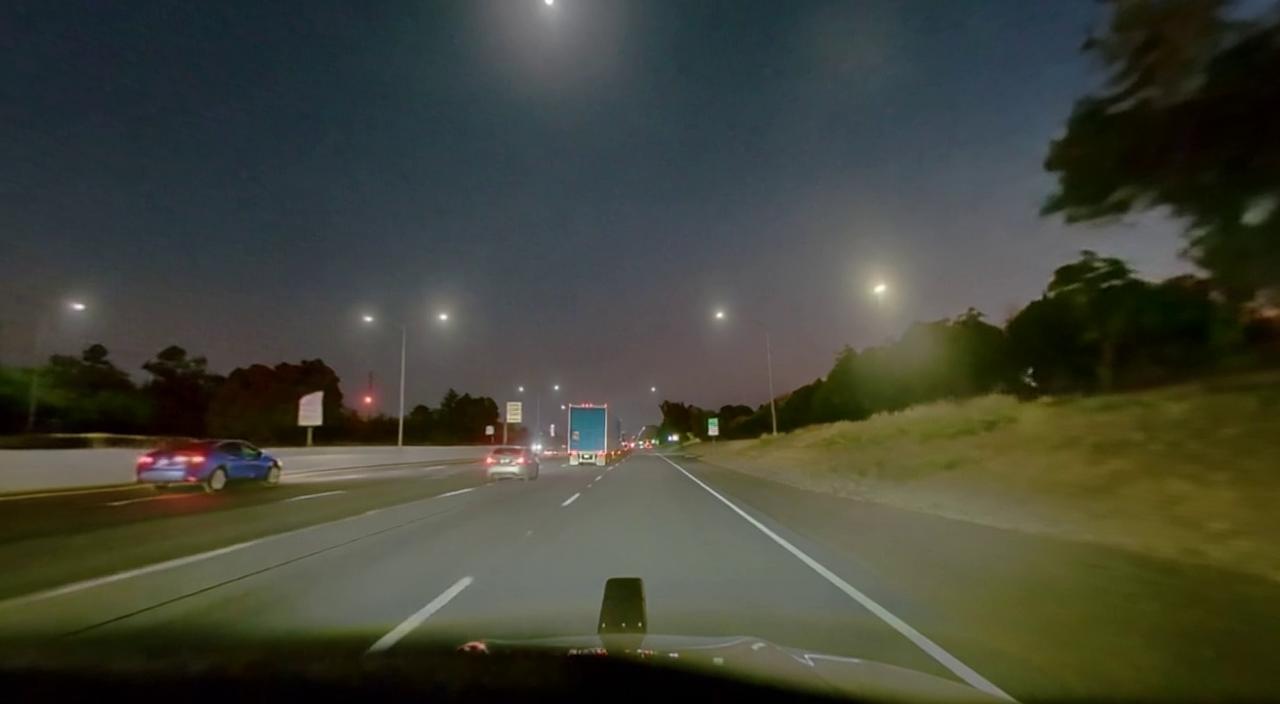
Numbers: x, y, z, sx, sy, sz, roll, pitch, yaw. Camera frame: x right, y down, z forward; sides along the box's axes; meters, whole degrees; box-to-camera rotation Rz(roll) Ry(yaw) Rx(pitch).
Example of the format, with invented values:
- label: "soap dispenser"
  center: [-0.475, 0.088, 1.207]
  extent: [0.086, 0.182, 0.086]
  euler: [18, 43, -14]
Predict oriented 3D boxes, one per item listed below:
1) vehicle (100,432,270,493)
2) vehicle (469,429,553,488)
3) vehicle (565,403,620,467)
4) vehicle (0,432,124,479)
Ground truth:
- label: "vehicle"
  center: [-14.266, 3.463, 20.191]
  extent: [1.997, 1.695, 4.492]
  euler: [0, -8, 1]
- label: "vehicle"
  center: [-4.418, 3.717, 22.292]
  extent: [2.058, 1.840, 4.443]
  euler: [0, -8, 0]
- label: "vehicle"
  center: [-3.251, 6.257, 46.767]
  extent: [2.905, 4.037, 12.921]
  euler: [0, -8, 1]
- label: "vehicle"
  center: [-21.687, 3.718, 22.912]
  extent: [1.892, 1.510, 4.565]
  euler: [0, -8, 1]
